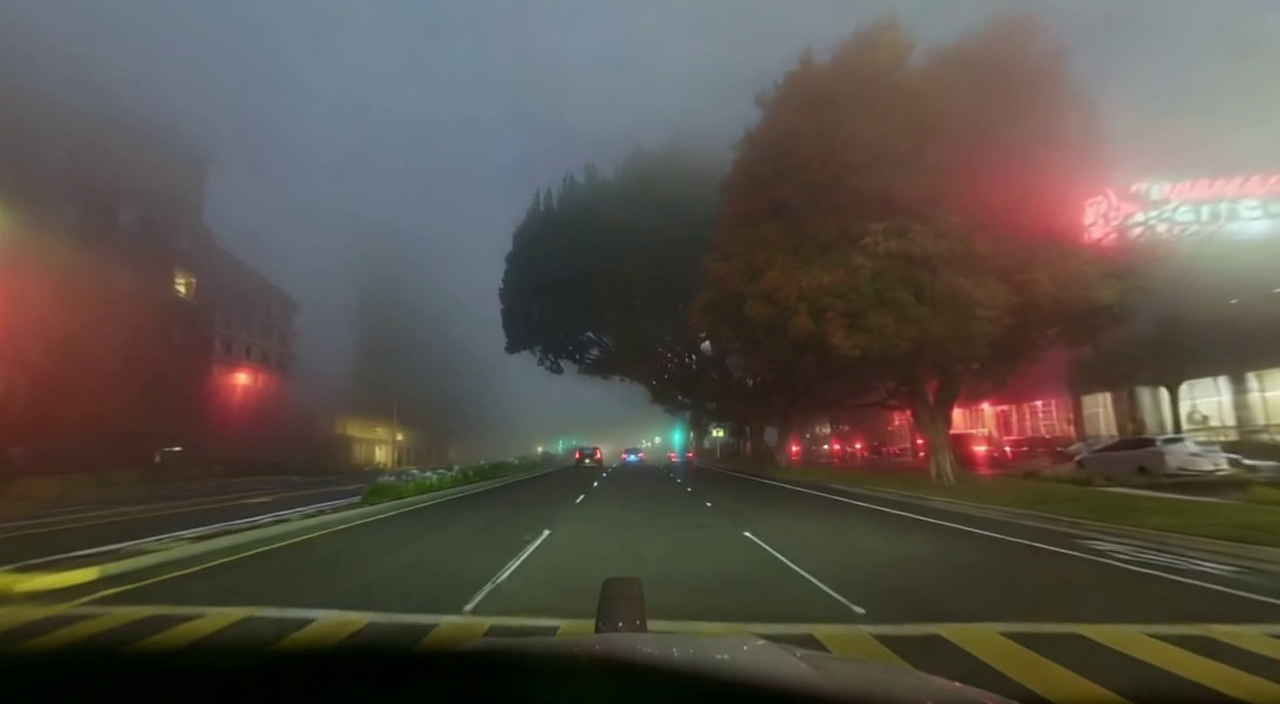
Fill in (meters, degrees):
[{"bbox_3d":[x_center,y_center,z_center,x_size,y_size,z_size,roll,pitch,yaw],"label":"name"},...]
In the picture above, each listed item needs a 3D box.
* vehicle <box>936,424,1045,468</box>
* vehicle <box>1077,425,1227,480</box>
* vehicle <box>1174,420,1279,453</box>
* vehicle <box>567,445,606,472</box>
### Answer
[{"bbox_3d":[16.573,4.439,29.820,5.004,1.893,2.228,5,-10,-32],"label":"vehicle"},{"bbox_3d":[16.311,3.176,20.101,4.673,1.555,2.010,5,-10,-30],"label":"vehicle"},{"bbox_3d":[35.173,5.087,37.491,2.253,1.809,4.944,1,-9,-6],"label":"vehicle"},{"bbox_3d":[-3.317,6.719,40.043,2.035,1.564,4.702,0,-8,0],"label":"vehicle"}]
